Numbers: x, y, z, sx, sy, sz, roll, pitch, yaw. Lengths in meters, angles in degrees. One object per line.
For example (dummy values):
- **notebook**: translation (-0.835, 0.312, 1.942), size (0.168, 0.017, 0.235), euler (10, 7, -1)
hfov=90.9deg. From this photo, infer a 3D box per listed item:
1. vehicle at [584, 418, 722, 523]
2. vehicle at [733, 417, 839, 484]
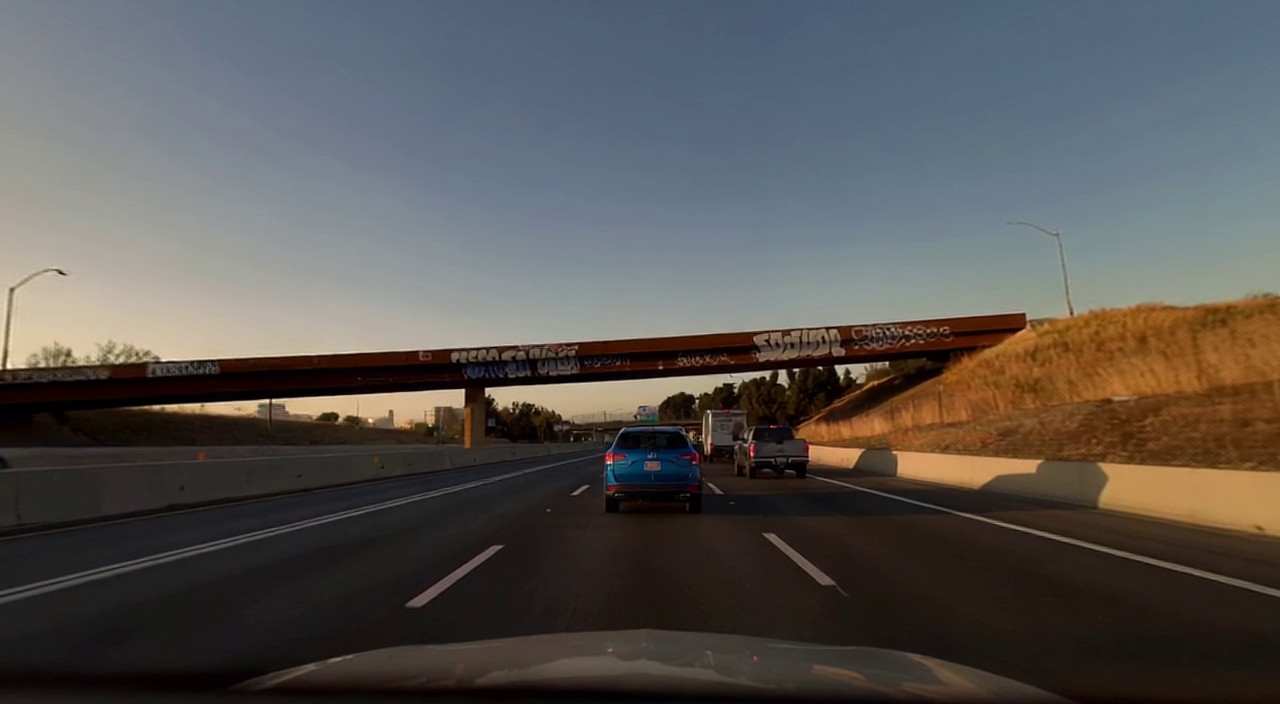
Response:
- **vehicle**: translation (0.238, 2.179, 12.067), size (2.193, 1.651, 3.946), euler (0, -8, 1)
- **vehicle**: translation (4.636, 3.275, 21.156), size (2.311, 1.922, 5.977), euler (0, -8, 2)
